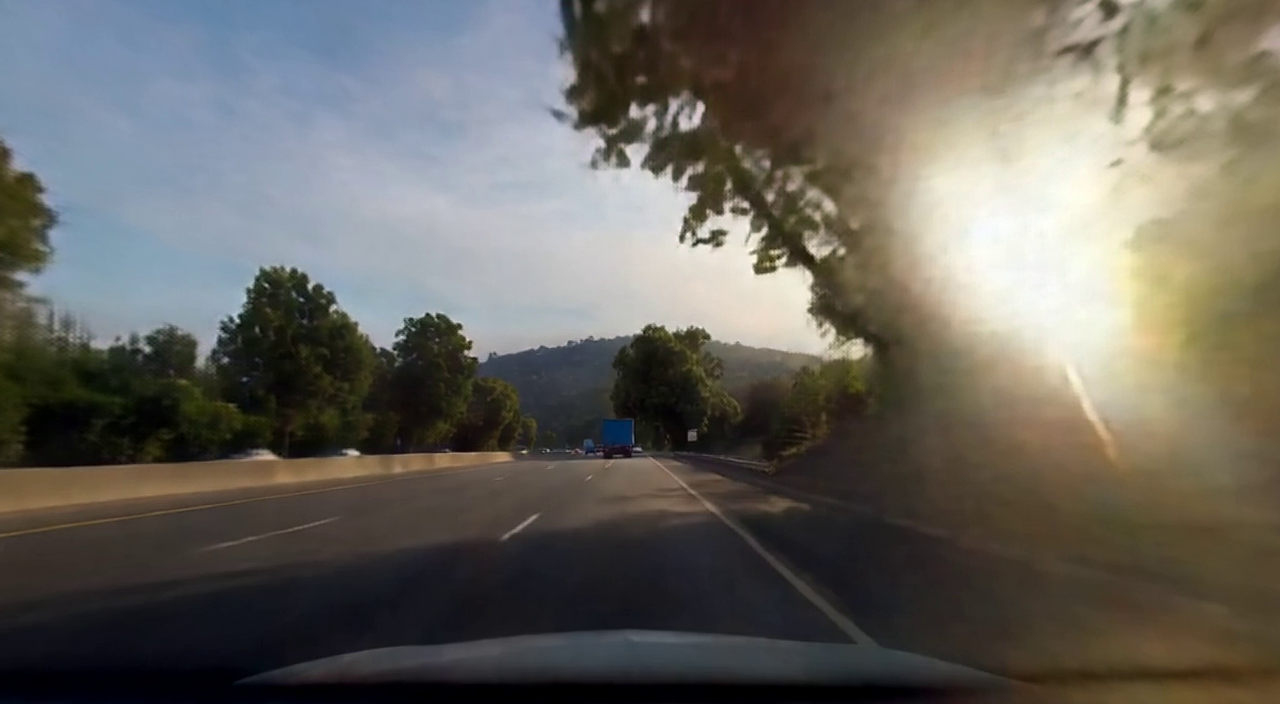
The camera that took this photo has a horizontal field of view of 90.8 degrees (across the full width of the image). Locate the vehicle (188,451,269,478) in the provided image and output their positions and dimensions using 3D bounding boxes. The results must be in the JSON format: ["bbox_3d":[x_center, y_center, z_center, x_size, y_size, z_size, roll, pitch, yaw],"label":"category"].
[{"bbox_3d":[-25.104,6.856,38.756,1.833,1.477,4.743,0,-8,-1],"label":"vehicle"}]

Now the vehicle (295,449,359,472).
[{"bbox_3d":[-21.308,7.400,43.301,1.992,1.492,4.727,0,-8,0],"label":"vehicle"}]
